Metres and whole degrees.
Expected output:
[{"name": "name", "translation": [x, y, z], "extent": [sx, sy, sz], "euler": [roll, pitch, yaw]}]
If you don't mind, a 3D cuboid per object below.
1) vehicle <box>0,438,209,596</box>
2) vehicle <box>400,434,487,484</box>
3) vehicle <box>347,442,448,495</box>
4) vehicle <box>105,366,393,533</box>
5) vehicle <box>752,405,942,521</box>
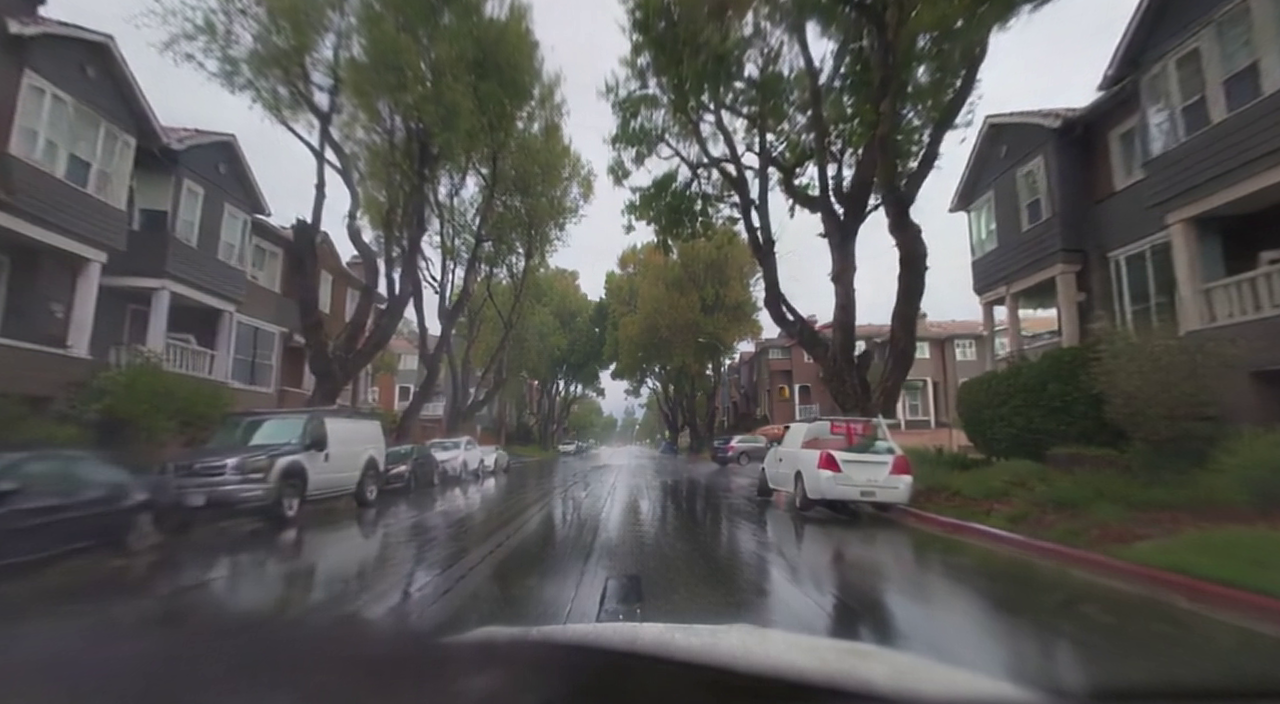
[{"name": "vehicle", "translation": [-7.133, 1.717, 6.817], "extent": [1.953, 1.501, 4.125], "euler": [-1, -8, 1]}, {"name": "vehicle", "translation": [-7.688, 4.244, 25.104], "extent": [2.136, 1.758, 4.297], "euler": [-2, -9, -1]}, {"name": "vehicle", "translation": [-7.569, 3.630, 20.034], "extent": [1.845, 1.510, 3.729], "euler": [1, -8, -3]}, {"name": "vehicle", "translation": [-7.466, 2.045, 13.161], "extent": [2.341, 2.674, 5.753], "euler": [0, -10, -1]}, {"name": "vehicle", "translation": [3.974, 2.254, 13.264], "extent": [2.216, 1.955, 4.970], "euler": [0, -8, -1]}]
